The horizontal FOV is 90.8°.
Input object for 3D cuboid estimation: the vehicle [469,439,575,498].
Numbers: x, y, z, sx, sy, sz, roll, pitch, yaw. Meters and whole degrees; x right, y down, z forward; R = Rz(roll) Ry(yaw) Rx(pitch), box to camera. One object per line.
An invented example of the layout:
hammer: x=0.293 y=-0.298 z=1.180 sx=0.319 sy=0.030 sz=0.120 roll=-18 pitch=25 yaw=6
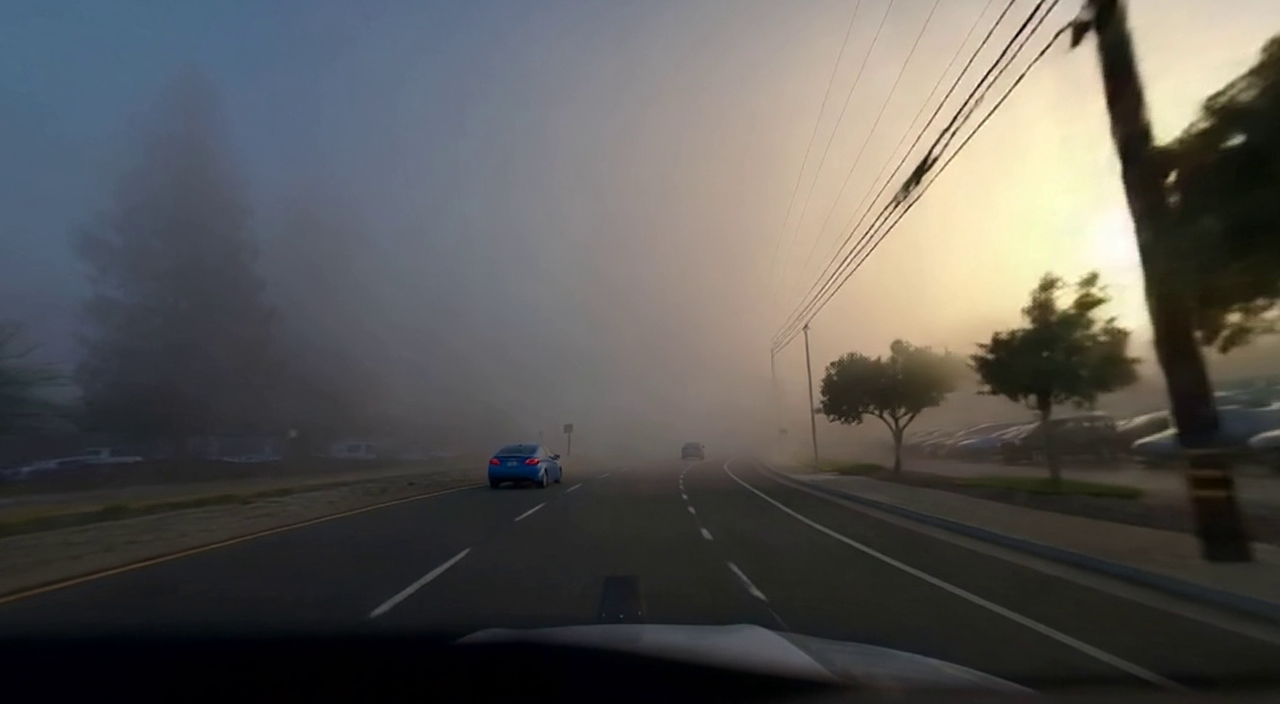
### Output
vehicle: x=-3.271 y=3.302 z=18.482 sx=1.928 sy=1.488 sz=4.635 roll=-1 pitch=-8 yaw=4
